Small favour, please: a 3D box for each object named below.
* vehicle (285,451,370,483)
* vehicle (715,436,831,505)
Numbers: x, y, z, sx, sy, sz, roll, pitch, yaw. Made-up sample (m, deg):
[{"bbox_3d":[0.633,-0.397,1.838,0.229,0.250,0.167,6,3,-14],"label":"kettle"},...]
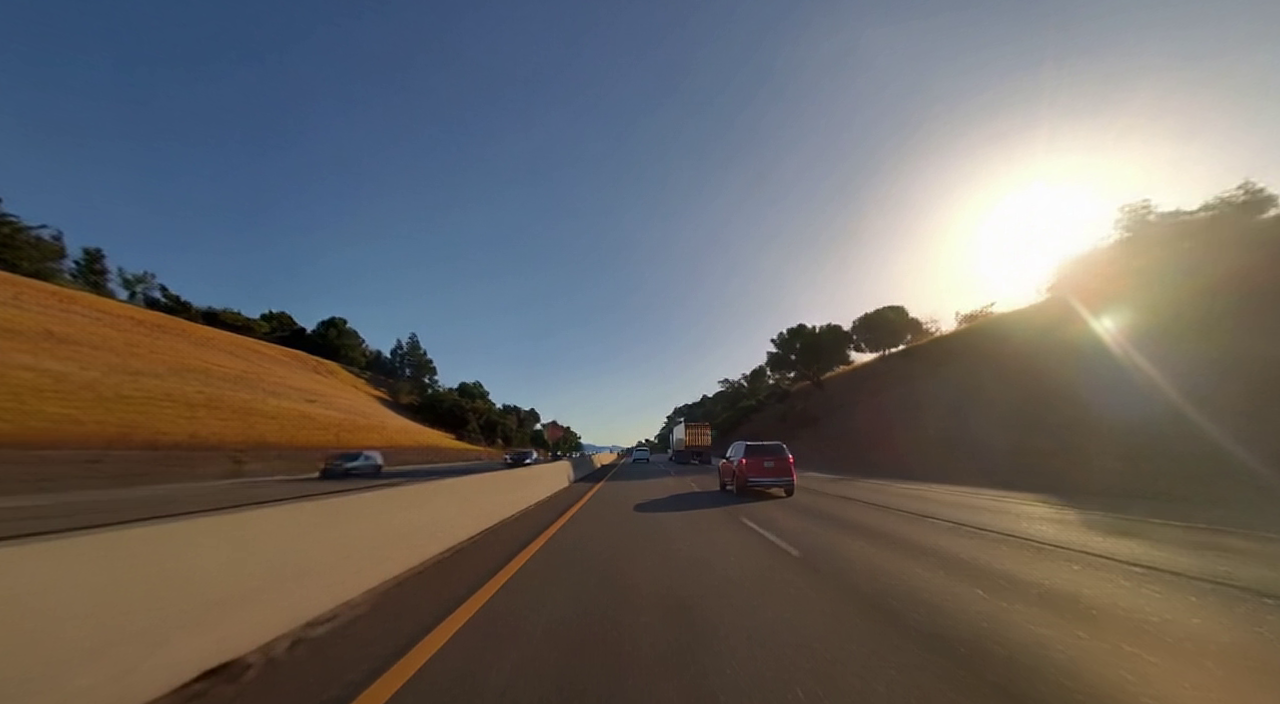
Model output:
[{"bbox_3d":[-15.019,5.520,30.620,1.889,1.422,4.506,0,-9,-1],"label":"vehicle"},{"bbox_3d":[3.529,3.239,17.705,2.130,1.658,4.537,0,-9,-2],"label":"vehicle"}]
